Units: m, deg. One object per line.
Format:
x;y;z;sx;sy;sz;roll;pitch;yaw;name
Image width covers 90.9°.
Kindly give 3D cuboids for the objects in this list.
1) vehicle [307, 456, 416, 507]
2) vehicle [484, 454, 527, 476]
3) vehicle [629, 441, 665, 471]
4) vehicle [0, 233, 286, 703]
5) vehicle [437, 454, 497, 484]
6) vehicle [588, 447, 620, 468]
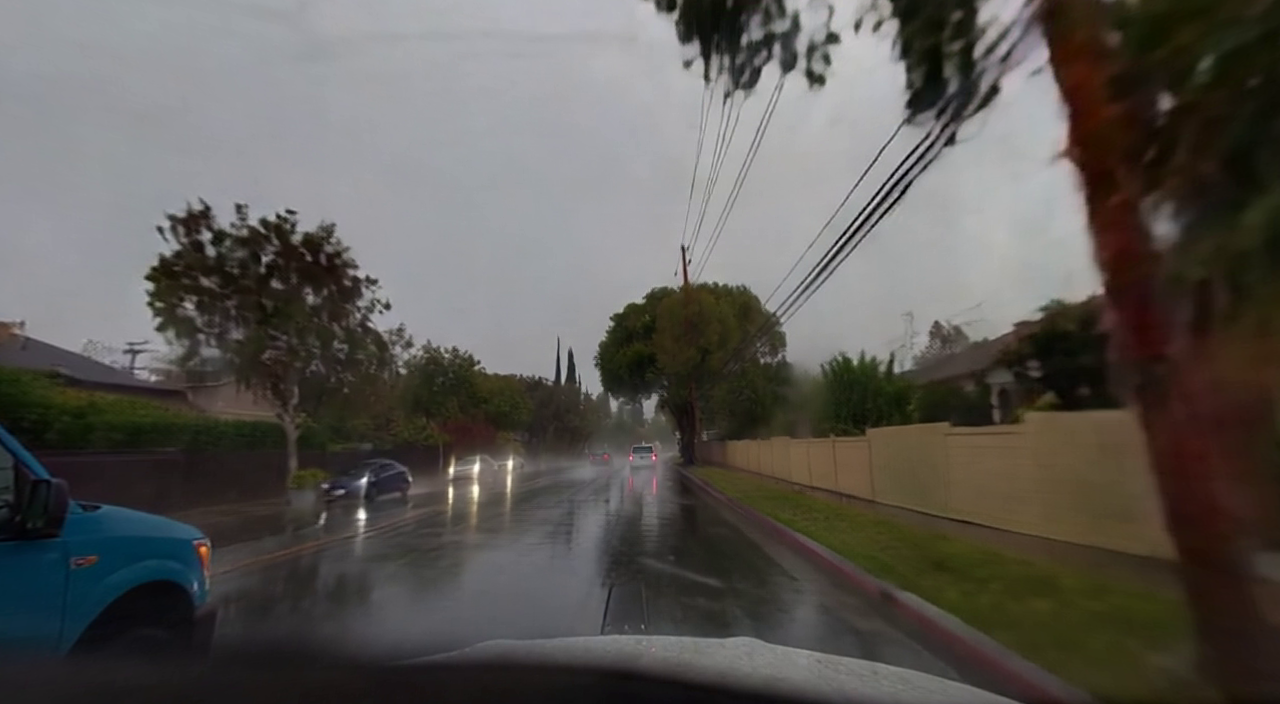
-9.962;4.614;22.923;1.879;1.494;4.445;-4;-9;1;vehicle
-9.562;8.041;45.128;2.005;1.471;4.330;0;-9;2;vehicle
0.423;6.372;38.785;2.120;1.718;3.909;0;-9;1;vehicle
-3.476;0.463;1.019;2.336;2.152;5.866;0;-9;0;vehicle
-9.585;6.498;35.345;2.068;1.480;4.641;-2;-9;0;vehicle
-2.667;7.928;47.359;1.968;1.472;4.489;0;-9;2;vehicle
